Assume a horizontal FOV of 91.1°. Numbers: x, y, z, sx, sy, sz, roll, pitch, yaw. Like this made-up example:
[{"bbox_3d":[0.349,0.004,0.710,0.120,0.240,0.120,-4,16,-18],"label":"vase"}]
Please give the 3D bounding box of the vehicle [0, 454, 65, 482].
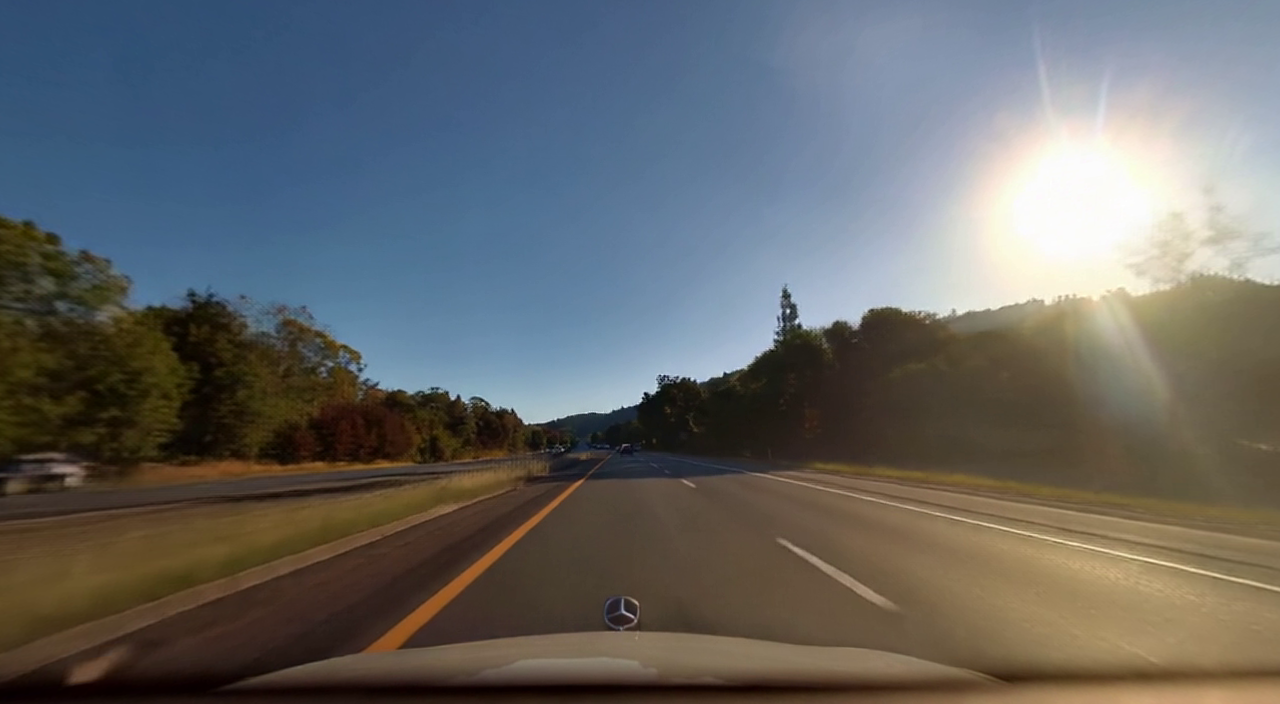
[{"bbox_3d":[-36.802,6.768,36.720,2.011,1.509,4.568,0,-9,1],"label":"vehicle"}]
